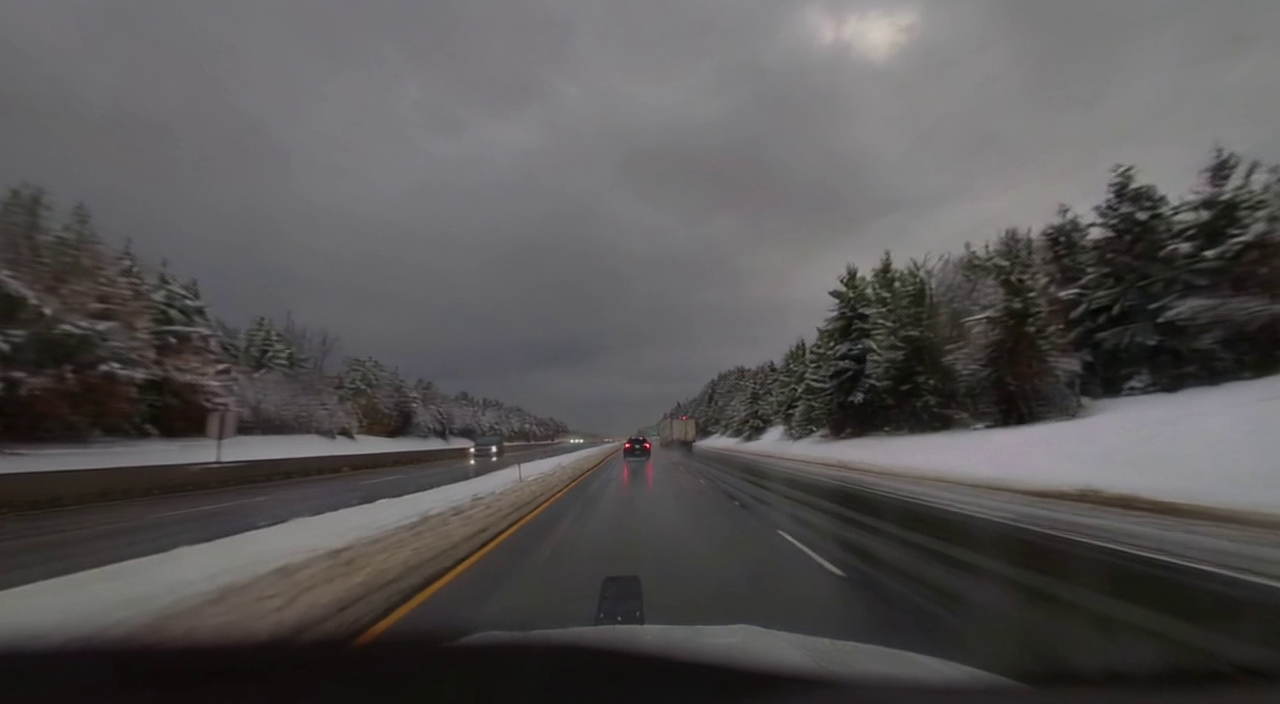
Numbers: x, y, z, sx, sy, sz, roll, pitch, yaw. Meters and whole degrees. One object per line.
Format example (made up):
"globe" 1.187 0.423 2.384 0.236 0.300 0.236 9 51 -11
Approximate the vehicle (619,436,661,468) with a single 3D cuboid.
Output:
"vehicle" -0.019 5.077 32.044 2.004 1.472 4.075 0 -8 -1
